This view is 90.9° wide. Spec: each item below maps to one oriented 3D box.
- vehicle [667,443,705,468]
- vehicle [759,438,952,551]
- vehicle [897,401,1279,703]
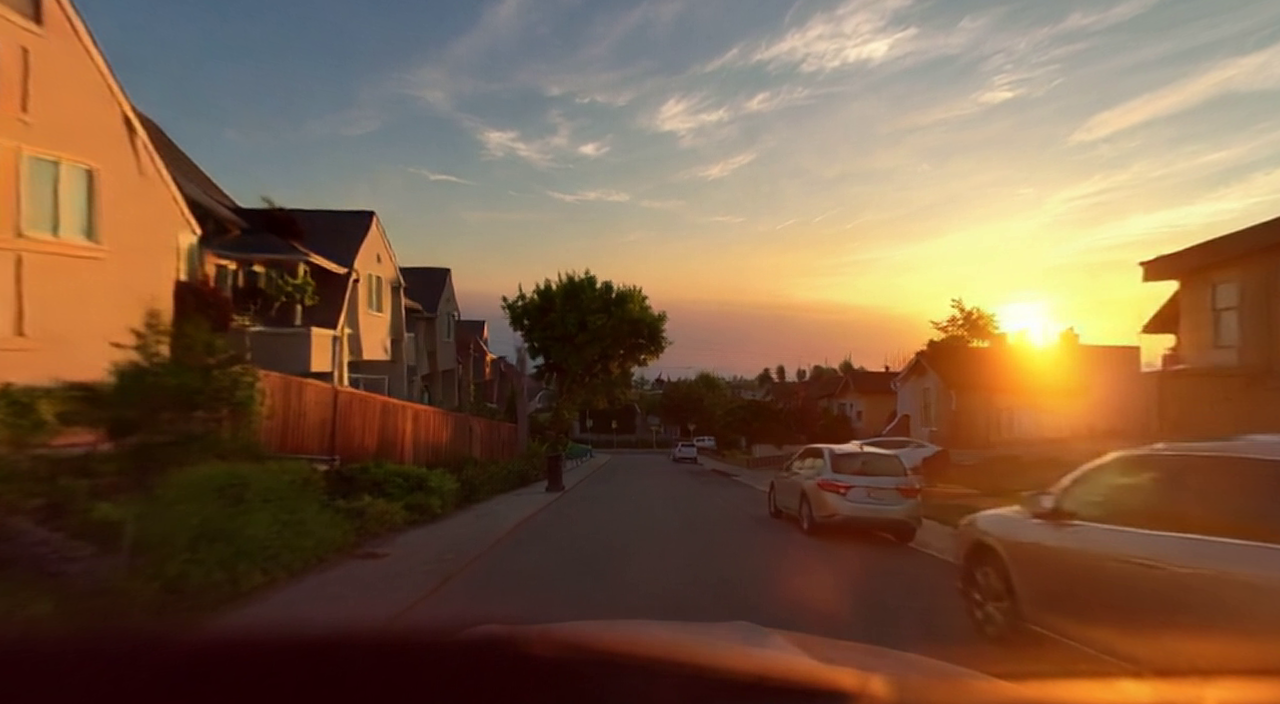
[{"bbox_3d":[2.935,6.646,40.691,1.955,1.498,4.046,0,-8,-3],"label":"vehicle"},{"bbox_3d":[3.272,2.184,10.430,1.838,1.496,3.735,0,-8,0],"label":"vehicle"},{"bbox_3d":[3.302,1.111,3.227,2.006,1.603,4.553,0,-8,-1],"label":"vehicle"}]
